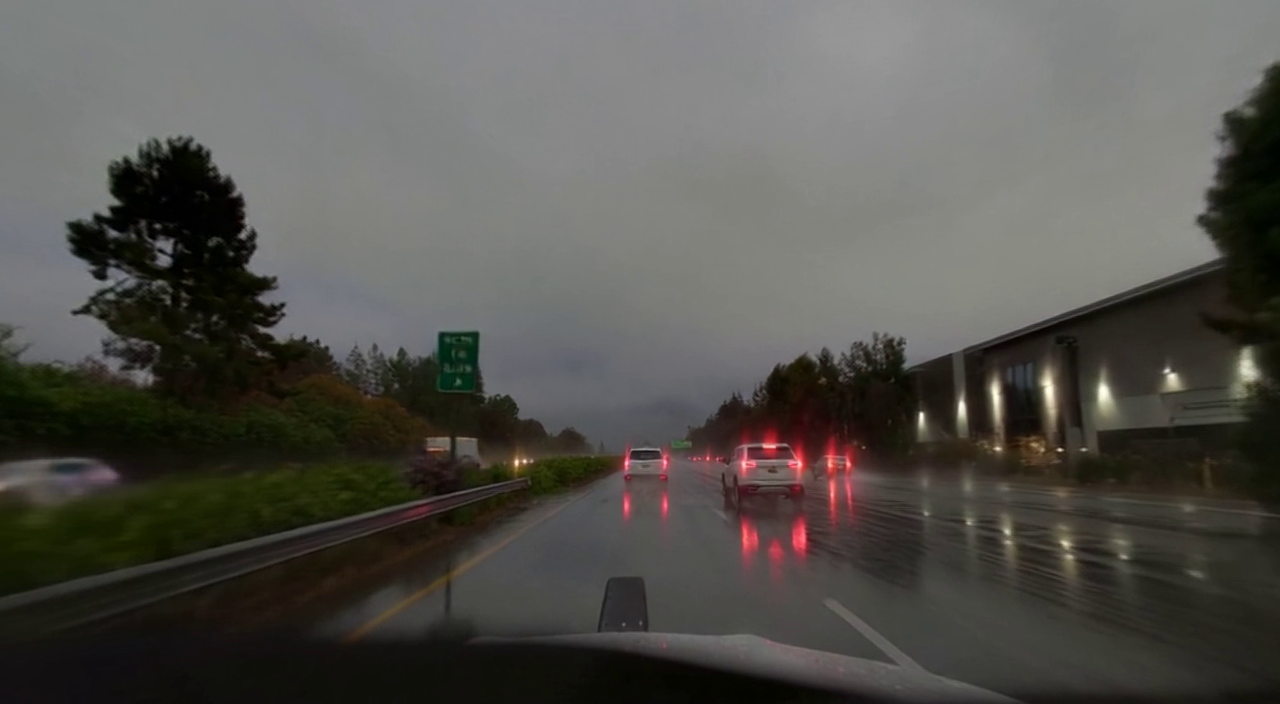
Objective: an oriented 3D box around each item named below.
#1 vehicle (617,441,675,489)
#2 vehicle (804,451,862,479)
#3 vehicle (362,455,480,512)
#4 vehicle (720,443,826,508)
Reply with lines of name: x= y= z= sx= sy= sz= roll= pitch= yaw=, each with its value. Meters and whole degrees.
vehicle: x=0.242 y=4.783 z=27.140 sx=2.290 sy=1.862 sz=4.454 roll=0 pitch=-8 yaw=1
vehicle: x=11.365 y=6.677 z=37.546 sx=1.985 sy=1.503 sz=4.842 roll=0 pitch=-8 yaw=1
vehicle: x=-6.654 y=4.024 z=19.852 sx=1.830 sy=1.466 sz=5.021 roll=0 pitch=-9 yaw=1
vehicle: x=3.562 y=3.371 z=17.690 sx=2.042 sy=1.592 sz=4.047 roll=0 pitch=-8 yaw=-1
